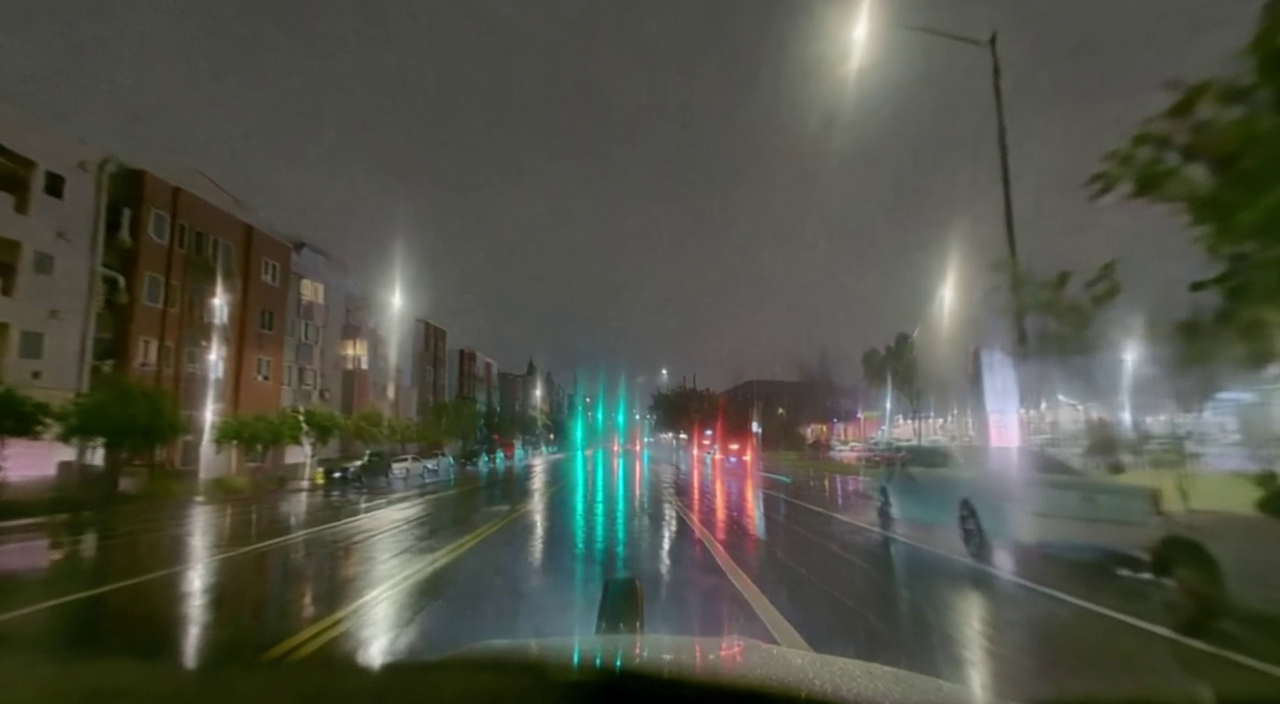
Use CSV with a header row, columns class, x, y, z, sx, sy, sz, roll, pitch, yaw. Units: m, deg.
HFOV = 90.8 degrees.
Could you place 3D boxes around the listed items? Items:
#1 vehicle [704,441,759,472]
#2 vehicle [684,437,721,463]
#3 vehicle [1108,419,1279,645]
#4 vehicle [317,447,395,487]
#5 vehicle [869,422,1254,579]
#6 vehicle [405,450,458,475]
class,x,y,z,sx,sy,sz,roll,pitch,yaw
vehicle,4.618,5.335,32.500,2.085,1.466,4.276,0,-8,-2
vehicle,4.512,7.173,46.348,2.102,1.781,5.470,0,-8,-1
vehicle,5.143,1.102,3.570,1.797,1.486,4.154,0,-8,0
vehicle,-13.389,5.419,30.089,1.908,1.694,4.306,0,-8,-4
vehicle,5.053,1.817,8.637,2.069,1.538,4.528,0,-8,-1
vehicle,-13.605,7.208,41.509,1.889,1.461,4.608,0,-8,0
